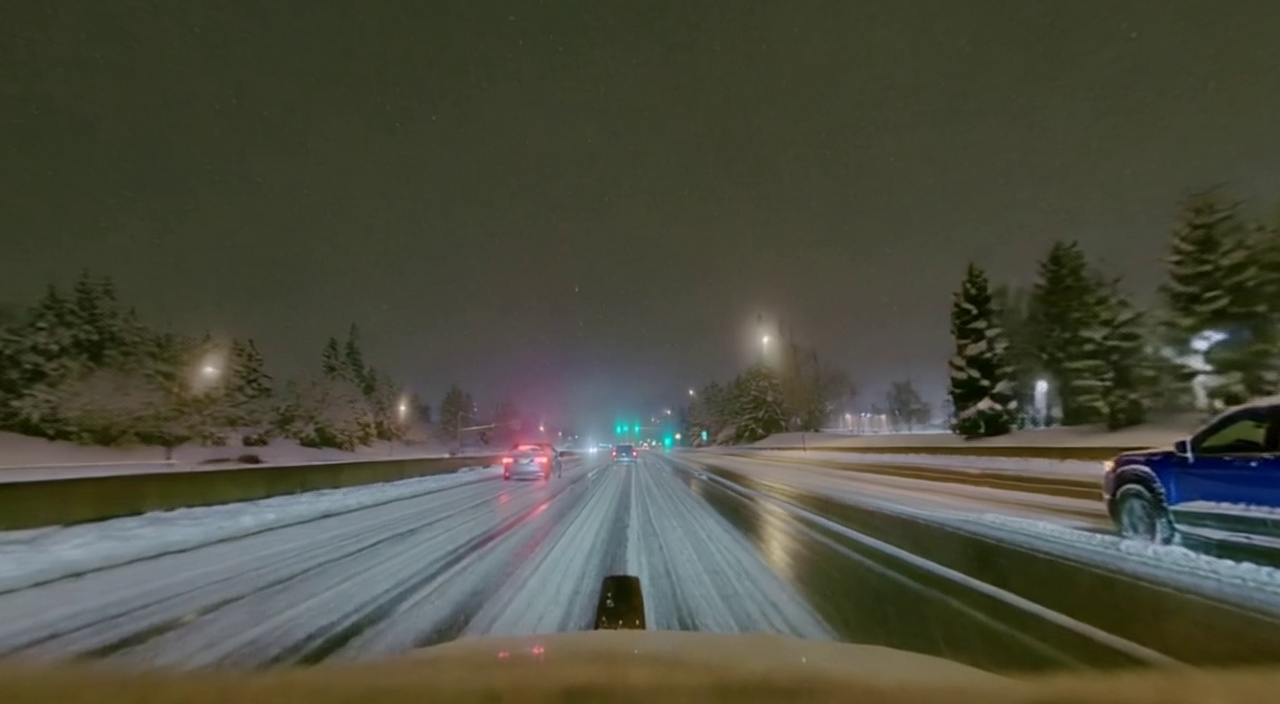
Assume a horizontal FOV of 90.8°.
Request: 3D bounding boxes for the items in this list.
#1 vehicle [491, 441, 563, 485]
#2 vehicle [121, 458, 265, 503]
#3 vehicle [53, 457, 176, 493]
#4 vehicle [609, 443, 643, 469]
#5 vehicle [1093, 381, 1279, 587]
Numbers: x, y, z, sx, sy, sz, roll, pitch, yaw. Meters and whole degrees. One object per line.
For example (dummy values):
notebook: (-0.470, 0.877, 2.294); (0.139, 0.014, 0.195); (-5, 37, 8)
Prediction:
vehicle: (-4.165, 4.165, 24.094); (1.886, 1.465, 4.625); (-1, -8, 0)
vehicle: (-17.739, 5.091, 25.497); (2.012, 1.481, 5.231); (-1, -8, -1)
vehicle: (-32.347, 7.558, 39.228); (2.435, 1.928, 5.963); (-1, -8, 0)
vehicle: (-0.853, 6.420, 39.349); (1.997, 1.485, 4.094); (-1, -8, -1)
vehicle: (6.646, 1.122, 5.361); (2.028, 1.801, 4.741); (-1, -8, 0)
